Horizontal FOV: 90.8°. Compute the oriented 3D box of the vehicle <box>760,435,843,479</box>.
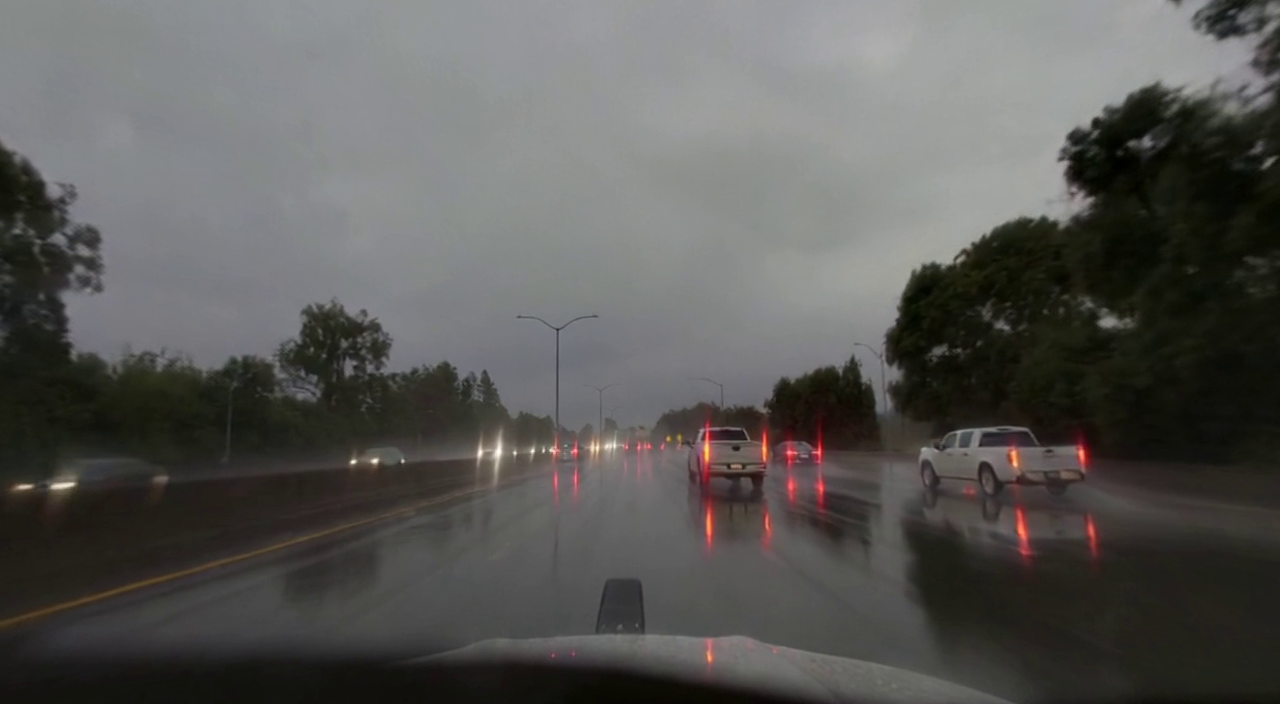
[{"bbox_3d":[6.534,4.317,26.198,2.105,1.655,4.652,0,-9,-1],"label":"vehicle"}]

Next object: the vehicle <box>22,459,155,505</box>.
[{"bbox_3d":[-18.745,4.396,21.664,1.529,1.344,3.314,0,-9,-1],"label":"vehicle"}]

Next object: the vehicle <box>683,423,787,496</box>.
[{"bbox_3d":[2.636,3.208,19.197,2.200,1.870,5.649,0,-9,-1],"label":"vehicle"}]

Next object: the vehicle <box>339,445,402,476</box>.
[{"bbox_3d":[-12.273,4.937,28.952,1.428,1.305,3.191,0,-8,0],"label":"vehicle"}]

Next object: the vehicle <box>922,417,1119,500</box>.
[{"bbox_3d":[9.907,2.829,17.115,2.046,1.873,5.131,0,-9,-1],"label":"vehicle"}]

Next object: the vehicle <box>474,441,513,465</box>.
[{"bbox_3d":[-9.008,6.248,39.072,1.669,1.420,3.479,-1,-9,-1],"label":"vehicle"}]

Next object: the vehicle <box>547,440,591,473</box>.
[{"bbox_3d":[-3.883,5.781,35.144,1.992,1.651,4.185,0,-9,0],"label":"vehicle"}]
